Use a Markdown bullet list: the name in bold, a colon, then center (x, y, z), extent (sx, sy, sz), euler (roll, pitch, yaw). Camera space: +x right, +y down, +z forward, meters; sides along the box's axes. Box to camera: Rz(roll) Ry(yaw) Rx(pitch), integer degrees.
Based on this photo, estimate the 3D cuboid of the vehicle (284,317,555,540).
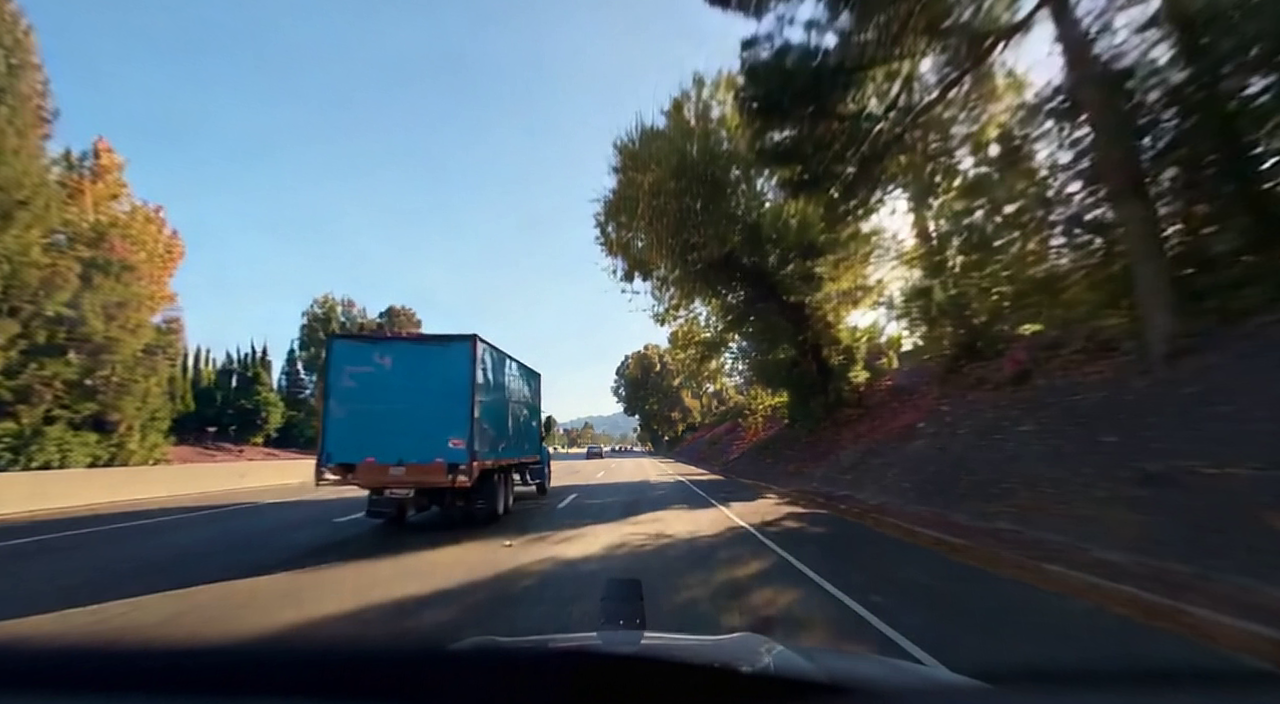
- **vehicle**: center (-3.800, 1.715, 13.513), extent (2.874, 3.309, 8.208), euler (0, -9, -1)
